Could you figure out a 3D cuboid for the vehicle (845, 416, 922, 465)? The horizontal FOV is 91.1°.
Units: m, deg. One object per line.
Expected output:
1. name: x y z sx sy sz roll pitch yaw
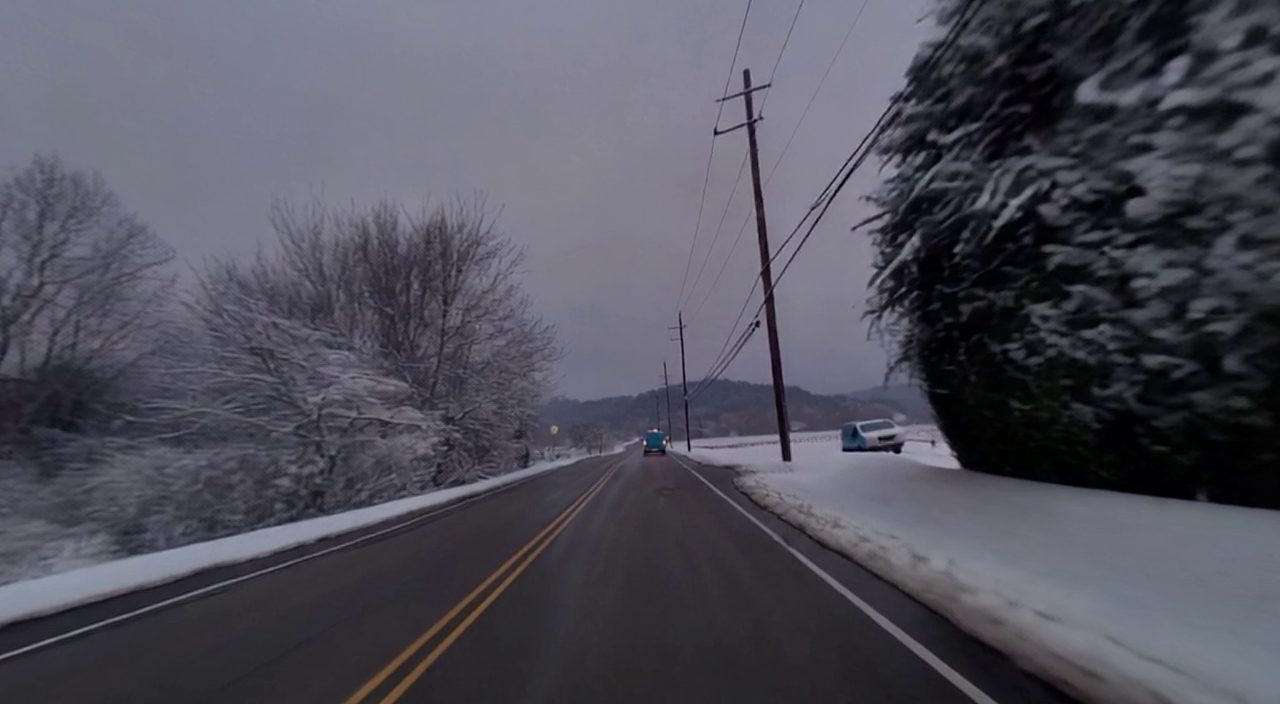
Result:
1. vehicle: 10.968 4.018 28.704 2.077 1.919 4.690 -5 -8 7
